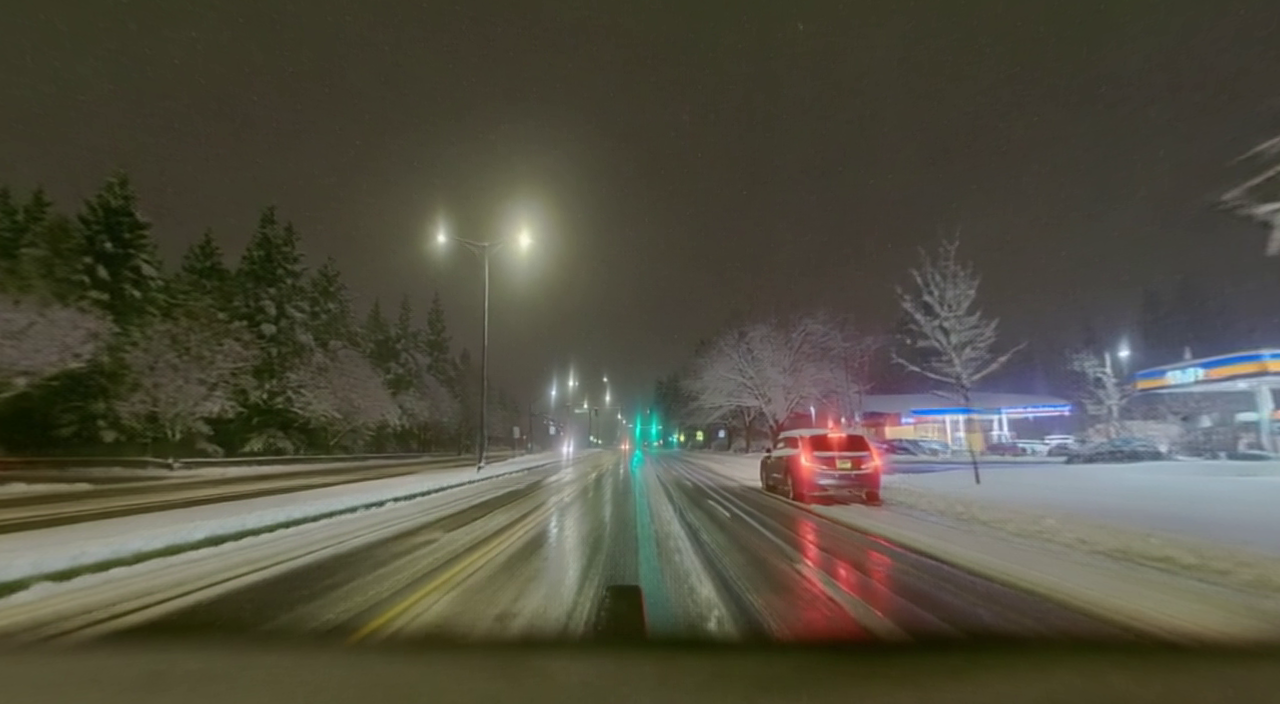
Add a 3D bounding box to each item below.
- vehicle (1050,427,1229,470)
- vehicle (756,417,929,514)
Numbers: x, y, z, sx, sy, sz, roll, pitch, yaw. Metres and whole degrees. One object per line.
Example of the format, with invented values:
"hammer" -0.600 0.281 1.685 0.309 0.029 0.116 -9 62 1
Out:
"vehicle" 23.235 4.513 29.614 6.404 1.894 2.275 0 -8 0
"vehicle" 4.417 2.581 14.874 2.245 1.864 5.076 0 -8 -2
